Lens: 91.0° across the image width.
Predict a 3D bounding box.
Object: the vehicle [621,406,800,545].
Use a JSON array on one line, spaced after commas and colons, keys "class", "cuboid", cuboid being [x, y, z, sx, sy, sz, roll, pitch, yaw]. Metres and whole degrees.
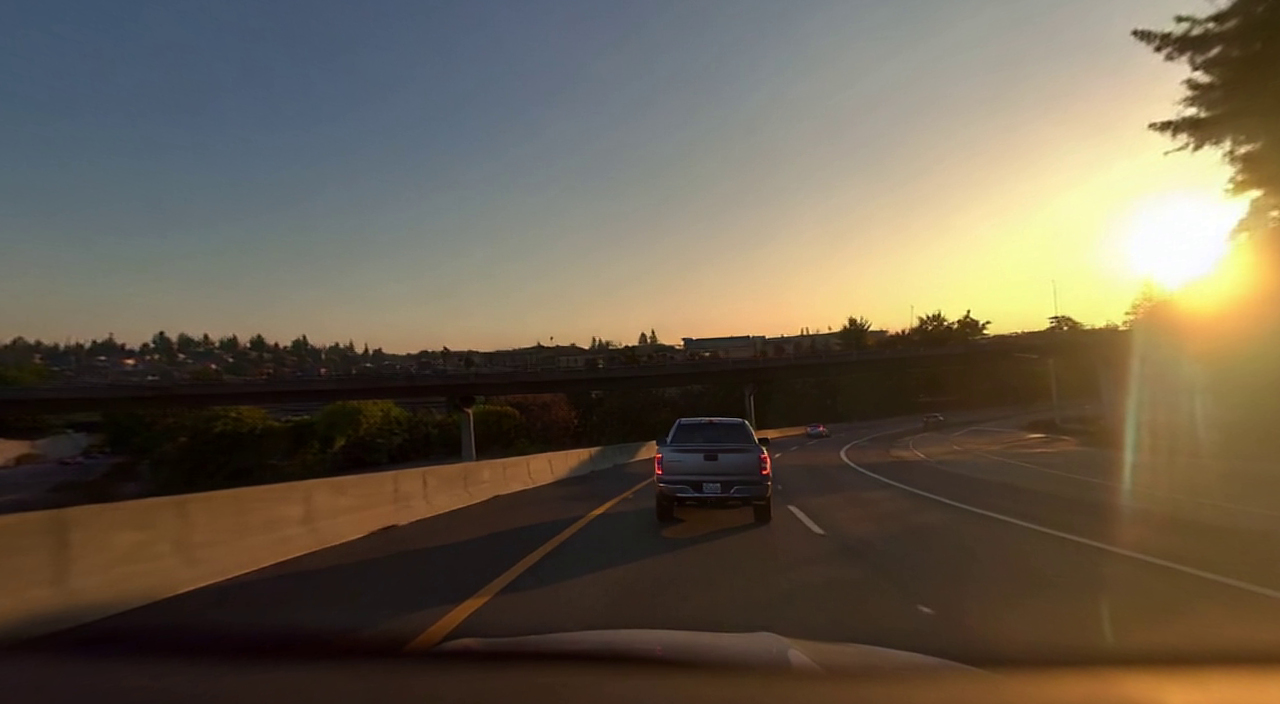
[{"class": "vehicle", "cuboid": [1.092, 1.887, 10.242, 2.235, 1.716, 4.435, -1, -8, 6]}]
